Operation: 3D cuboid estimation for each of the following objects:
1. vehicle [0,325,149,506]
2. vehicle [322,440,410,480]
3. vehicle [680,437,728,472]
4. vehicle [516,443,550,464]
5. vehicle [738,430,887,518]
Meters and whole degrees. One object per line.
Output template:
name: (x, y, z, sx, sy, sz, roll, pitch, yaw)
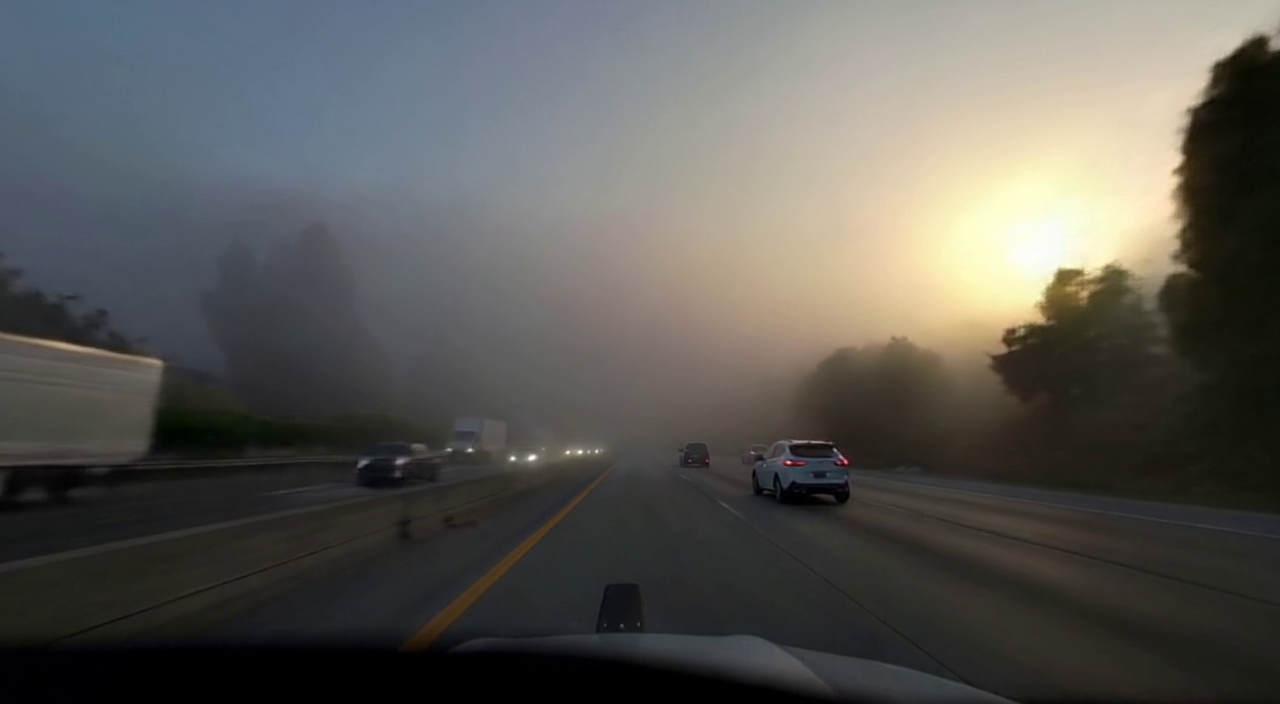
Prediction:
vehicle: (-15.654, 0.938, 10.941, 2.860, 3.996, 14.327, 0, -9, 0)
vehicle: (-11.717, 4.643, 27.351, 1.921, 1.564, 4.224, 0, -9, 0)
vehicle: (3.449, 5.682, 35.070, 2.070, 1.751, 4.576, 0, -9, -2)
vehicle: (-8.025, 7.683, 47.712, 1.900, 1.485, 4.239, 0, -9, 0)
vehicle: (3.565, 2.604, 13.926, 2.023, 1.603, 4.159, 0, -9, -1)
